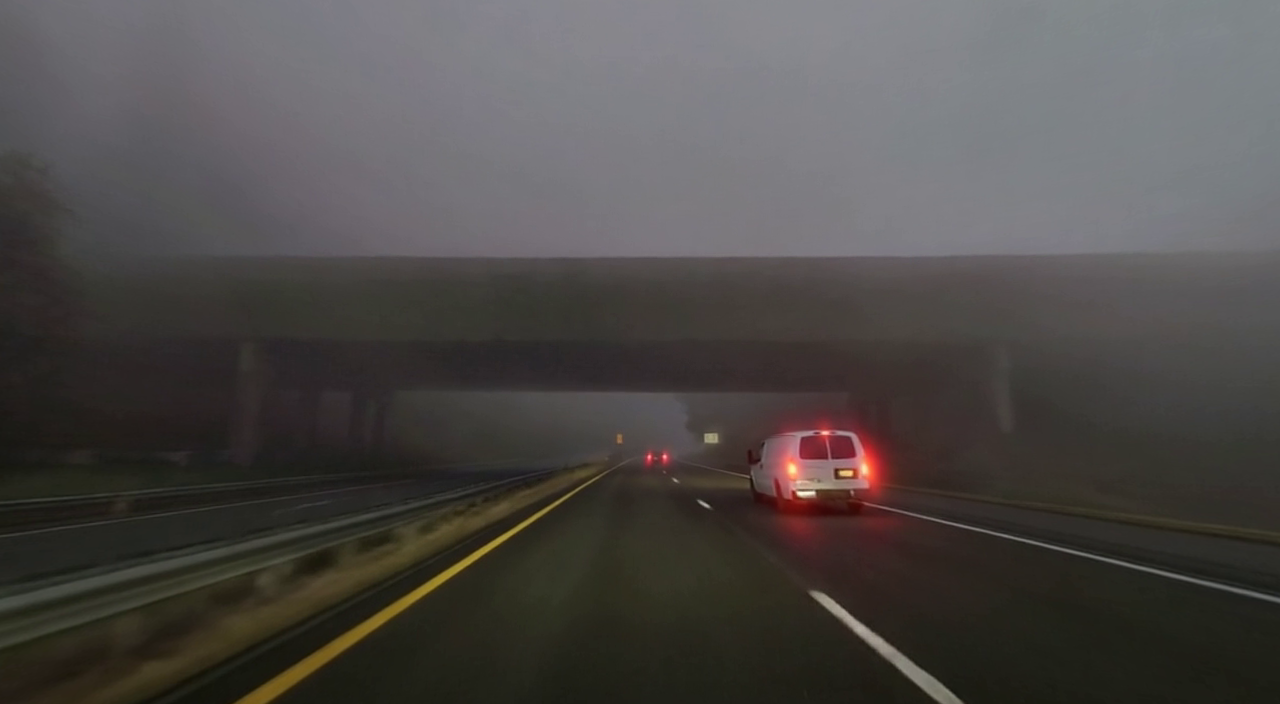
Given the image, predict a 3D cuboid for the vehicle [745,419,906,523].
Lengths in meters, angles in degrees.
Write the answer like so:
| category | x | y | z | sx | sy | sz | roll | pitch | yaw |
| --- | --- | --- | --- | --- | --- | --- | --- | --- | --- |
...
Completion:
| category | x | y | z | sx | sy | sz | roll | pitch | yaw |
| --- | --- | --- | --- | --- | --- | --- | --- | --- | --- |
| vehicle | 4.053 | 2.734 | 14.989 | 2.152 | 1.998 | 5.380 | 0 | -9 | 0 |
